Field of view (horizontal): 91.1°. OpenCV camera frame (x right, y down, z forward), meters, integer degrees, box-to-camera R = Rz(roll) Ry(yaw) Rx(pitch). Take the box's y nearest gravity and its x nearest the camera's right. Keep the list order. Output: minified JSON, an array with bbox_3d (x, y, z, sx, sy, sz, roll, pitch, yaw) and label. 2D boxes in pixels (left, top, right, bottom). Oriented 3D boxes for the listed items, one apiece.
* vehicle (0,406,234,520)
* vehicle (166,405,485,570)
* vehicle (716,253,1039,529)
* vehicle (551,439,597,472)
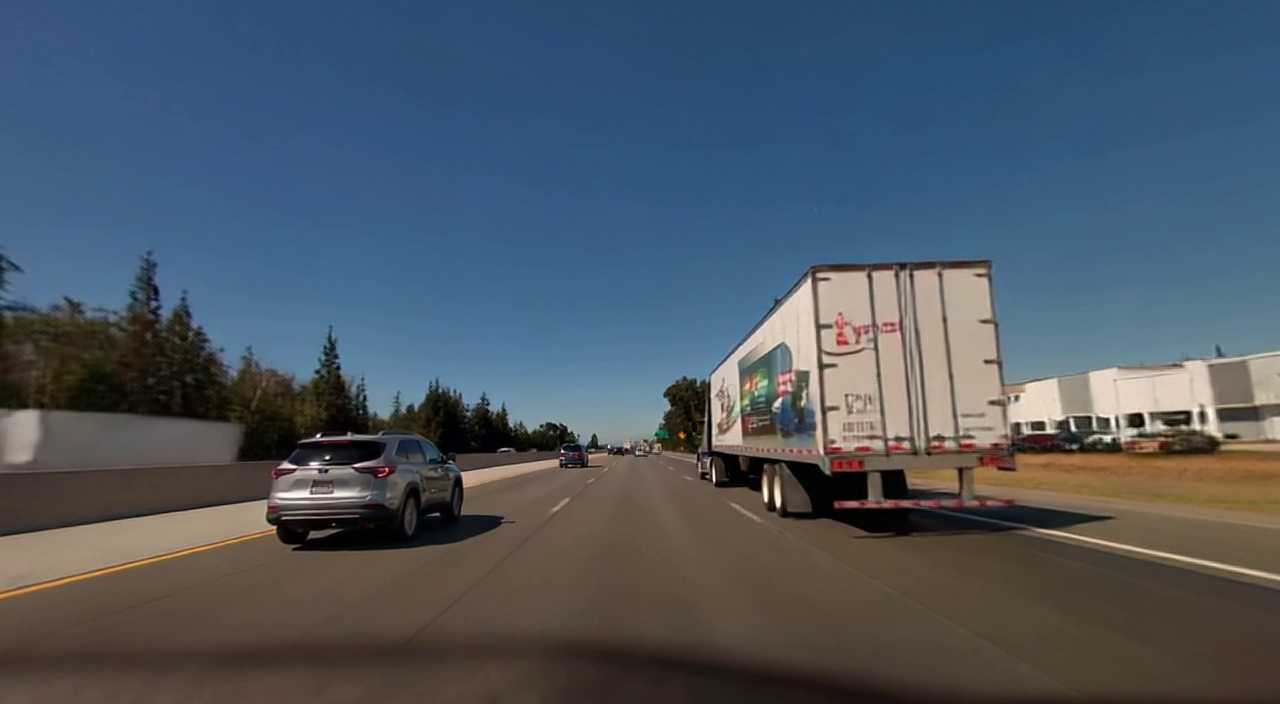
[{"bbox_3d":[-20.791,4.280,24.948,2.989,3.617,9.459,0,-9,0],"label":"vehicle"},{"bbox_3d":[-3.967,1.811,9.139,2.202,1.760,4.617,0,-9,0],"label":"vehicle"},{"bbox_3d":[4.394,1.580,16.518,2.998,4.236,13.886,0,-9,0],"label":"vehicle"},{"bbox_3d":[-3.623,5.800,35.346,2.139,1.716,4.530,0,-9,0],"label":"vehicle"}]
